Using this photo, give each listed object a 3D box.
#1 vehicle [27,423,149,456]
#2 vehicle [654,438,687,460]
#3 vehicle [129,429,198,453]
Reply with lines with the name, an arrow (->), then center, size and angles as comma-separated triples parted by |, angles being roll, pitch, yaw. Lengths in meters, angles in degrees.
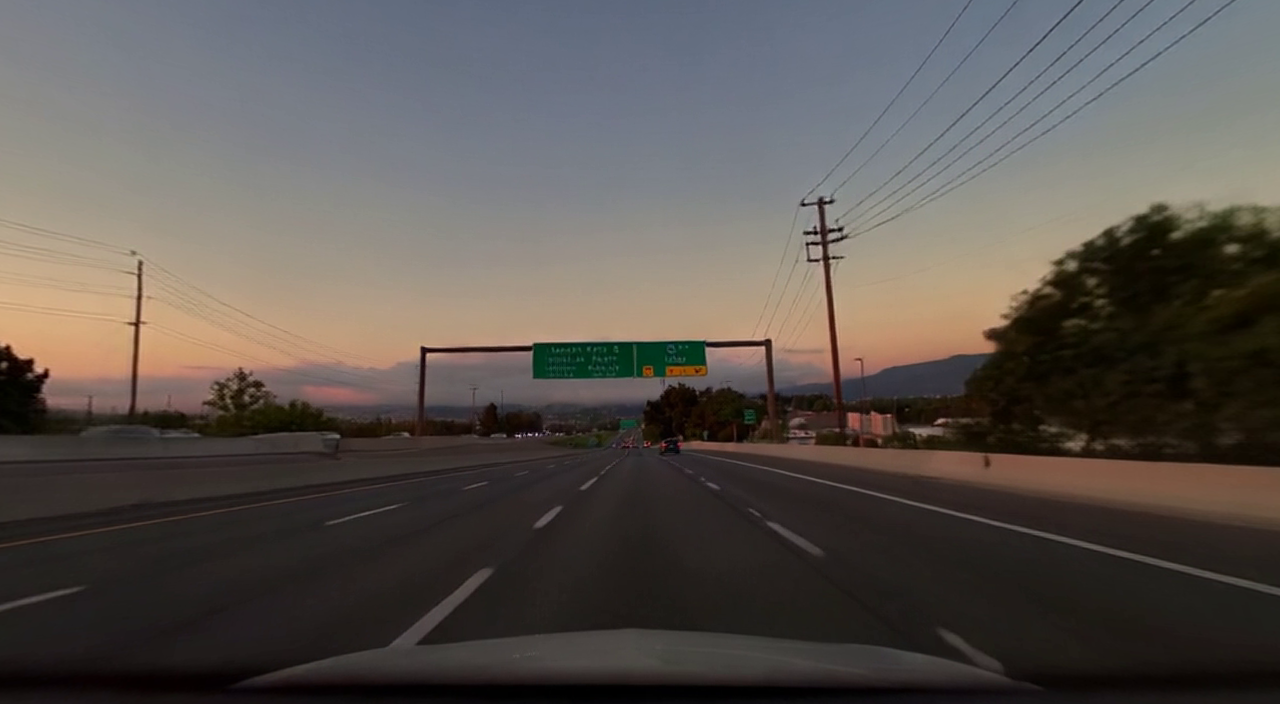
vehicle -> -26.312, 4.216, 30.302 | 1.791, 1.455, 4.487 | 0, -8, 0
vehicle -> 2.113, 6.981, 45.541 | 2.036, 1.486, 4.375 | 0, -8, -2
vehicle -> -33.453, 6.276, 44.402 | 1.852, 1.606, 3.908 | 0, -8, -1
